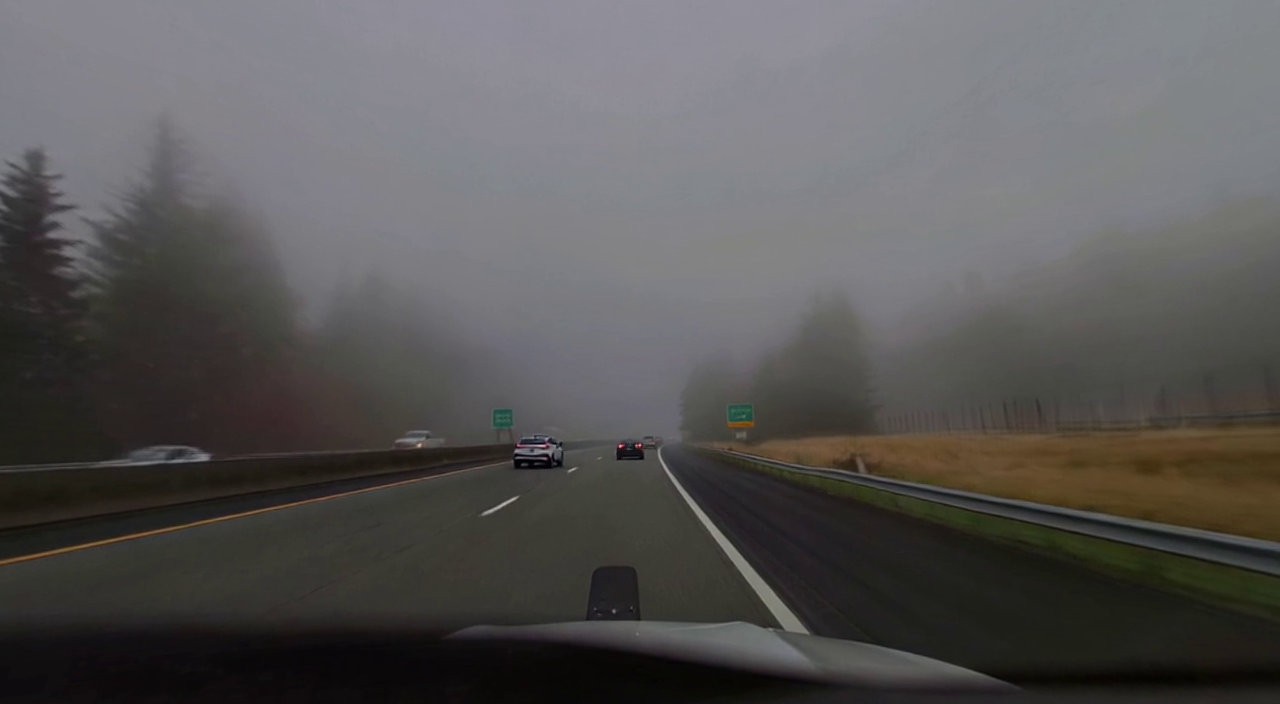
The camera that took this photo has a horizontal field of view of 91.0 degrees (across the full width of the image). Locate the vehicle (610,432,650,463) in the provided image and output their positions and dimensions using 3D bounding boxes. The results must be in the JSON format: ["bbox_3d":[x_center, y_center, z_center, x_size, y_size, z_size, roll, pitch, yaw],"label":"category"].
[{"bbox_3d":[-0.521,5.444,35.844,2.146,1.636,4.026,0,-8,0],"label":"vehicle"}]

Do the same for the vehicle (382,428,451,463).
[{"bbox_3d":[-15.407,6.481,43.836,2.565,2.213,5.866,-1,-8,1],"label":"vehicle"}]

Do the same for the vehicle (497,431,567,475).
[{"bbox_3d":[-4.396,4.204,26.387,2.075,1.653,4.317,-1,-8,1],"label":"vehicle"}]

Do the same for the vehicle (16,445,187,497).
[{"bbox_3d":[-16.973,3.730,20.174,1.803,1.451,4.112,-1,-8,1],"label":"vehicle"}]
